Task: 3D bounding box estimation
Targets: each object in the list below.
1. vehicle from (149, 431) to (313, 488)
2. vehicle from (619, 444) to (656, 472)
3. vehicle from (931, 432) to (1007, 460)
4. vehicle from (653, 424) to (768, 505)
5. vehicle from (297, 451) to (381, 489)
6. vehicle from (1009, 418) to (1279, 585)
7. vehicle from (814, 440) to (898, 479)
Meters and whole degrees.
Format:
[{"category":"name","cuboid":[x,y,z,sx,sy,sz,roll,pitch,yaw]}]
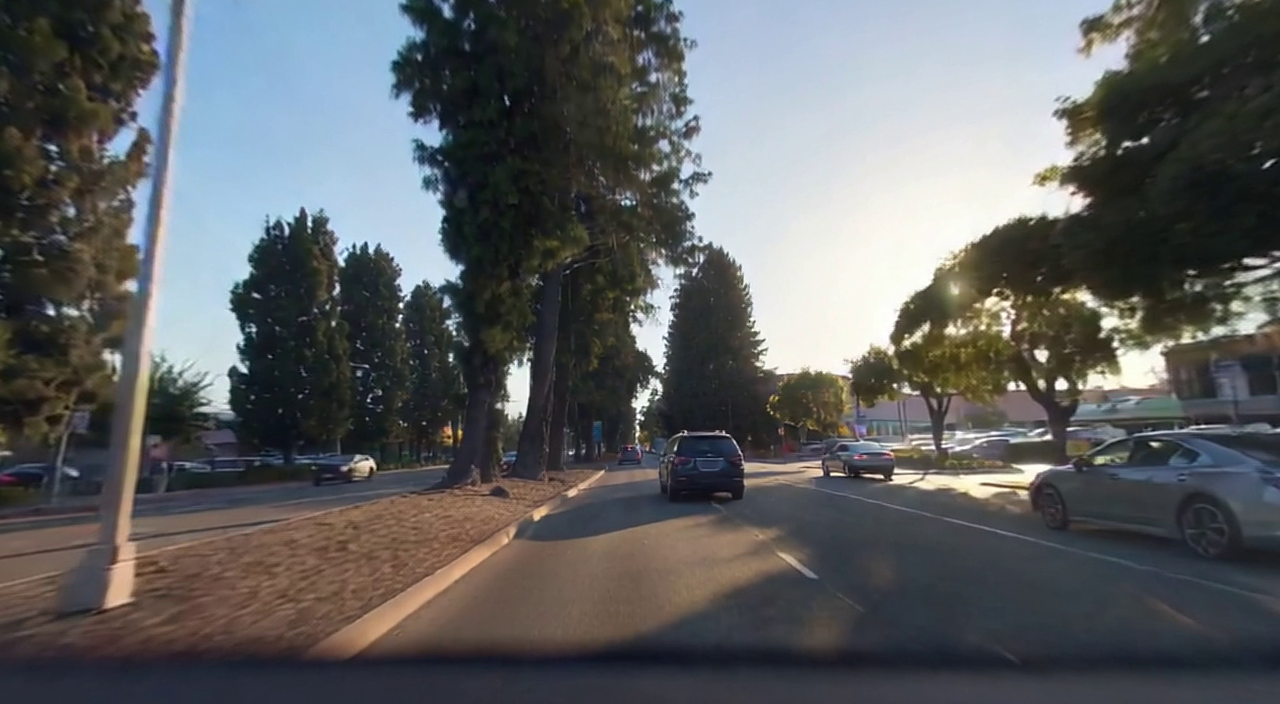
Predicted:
[{"category":"vehicle","cuboid":[-26.356,6.965,41.100,8.231,3.396,3.340,-1,-10,1]},{"category":"vehicle","cuboid":[-0.175,6.230,37.255,2.050,1.504,4.024,0,-9,-1]},{"category":"vehicle","cuboid":[20.219,5.840,39.077,2.109,1.592,4.481,0,-9,-2]},{"category":"vehicle","cuboid":[1.717,3.017,17.385,2.300,1.870,4.936,0,-9,-3]},{"category":"vehicle","cuboid":[-16.154,6.311,34.257,2.124,1.802,5.097,0,-8,-1]},{"category":"vehicle","cuboid":[6.720,1.622,7.512,1.994,1.488,4.313,0,-9,-1]},{"category":"vehicle","cuboid":[9.165,4.590,27.200,1.894,1.517,4.419,0,-9,-2]}]
